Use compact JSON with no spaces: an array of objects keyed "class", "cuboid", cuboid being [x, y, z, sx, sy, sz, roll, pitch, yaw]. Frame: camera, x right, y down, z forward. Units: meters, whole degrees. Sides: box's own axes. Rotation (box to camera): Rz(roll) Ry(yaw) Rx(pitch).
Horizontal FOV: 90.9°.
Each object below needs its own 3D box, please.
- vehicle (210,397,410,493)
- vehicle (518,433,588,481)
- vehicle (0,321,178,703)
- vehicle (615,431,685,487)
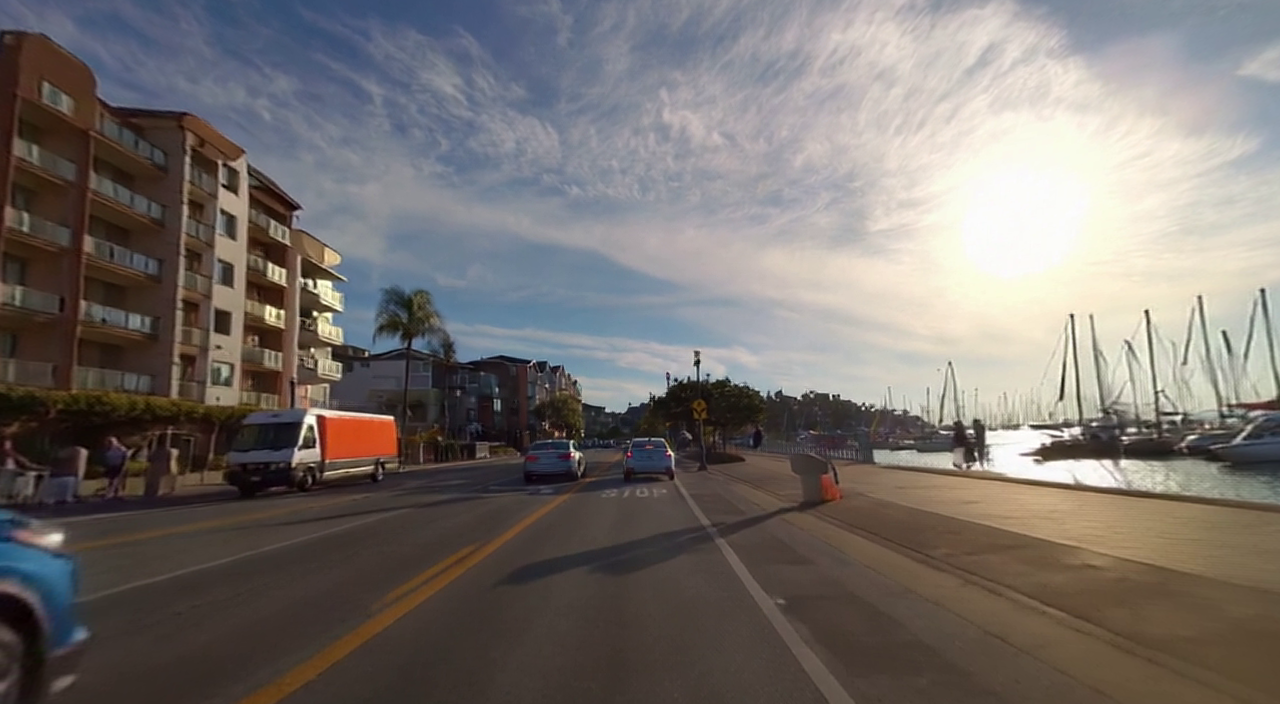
[{"class":"vehicle","cuboid":[-13.182,3.934,26.617,2.924,3.288,9.352,-1,-9,3]},{"class":"vehicle","cuboid":[-3.263,4.054,24.619,2.056,1.680,4.205,-1,-8,1]},{"class":"vehicle","cuboid":[-3.561,0.577,0.947,2.082,1.817,4.724,0,-9,1]},{"class":"vehicle","cuboid":[0.286,3.413,20.319,2.057,1.624,3.726,0,-9,0]}]
